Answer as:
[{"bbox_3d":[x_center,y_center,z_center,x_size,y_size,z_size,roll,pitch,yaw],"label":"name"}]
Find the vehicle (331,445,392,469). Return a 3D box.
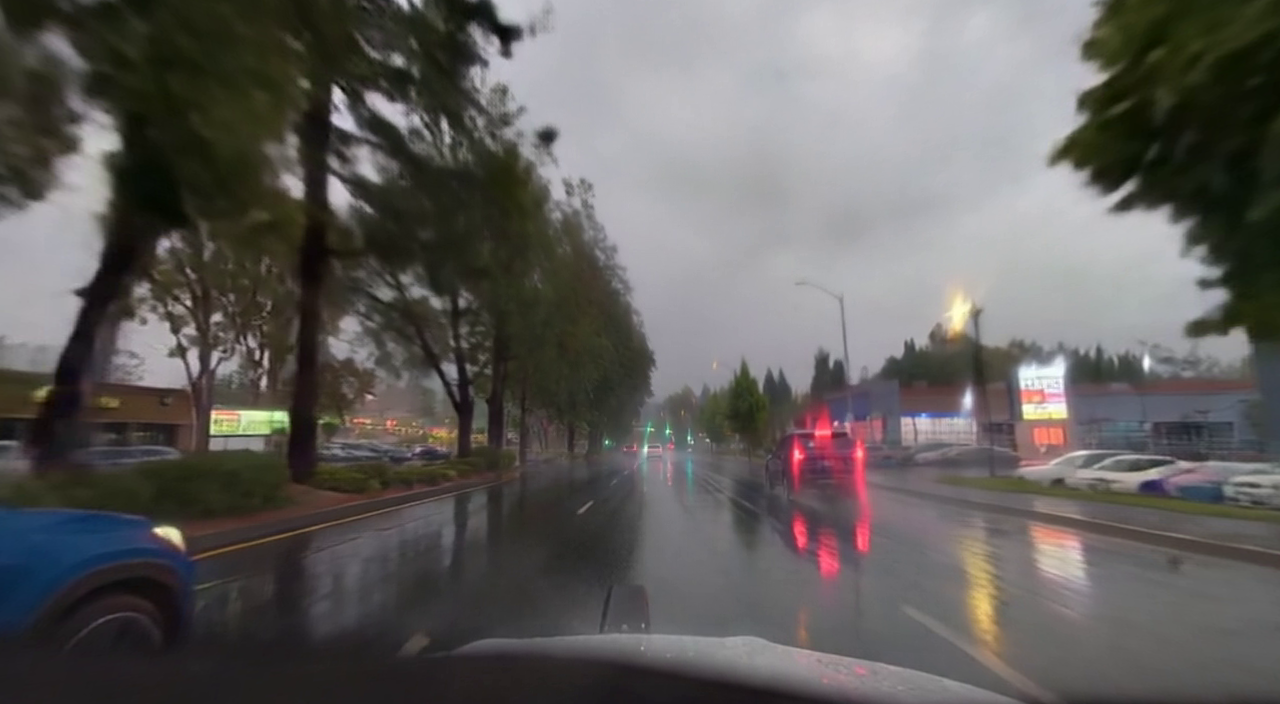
[{"bbox_3d":[-21.168,7.980,48.111,2.242,1.740,4.929,0,-8,2],"label":"vehicle"}]

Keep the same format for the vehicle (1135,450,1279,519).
[{"bbox_3d":[17.772,3.754,18.150,5.012,1.813,2.291,0,-9,0],"label":"vehicle"}]

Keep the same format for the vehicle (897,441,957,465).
[{"bbox_3d":[21.032,7.396,46.305,1.959,1.613,4.190,1,-8,-9],"label":"vehicle"}]

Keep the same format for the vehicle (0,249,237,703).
[{"bbox_3d":[-3.360,0.426,0.932,2.210,1.925,4.838,0,-8,1],"label":"vehicle"}]

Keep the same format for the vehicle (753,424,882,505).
[{"bbox_3d":[4.324,2.812,16.199,2.024,1.773,4.431,0,-8,0],"label":"vehicle"}]

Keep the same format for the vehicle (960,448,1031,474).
[{"bbox_3d":[21.779,6.696,38.822,1.822,1.460,4.409,0,-8,1],"label":"vehicle"}]
